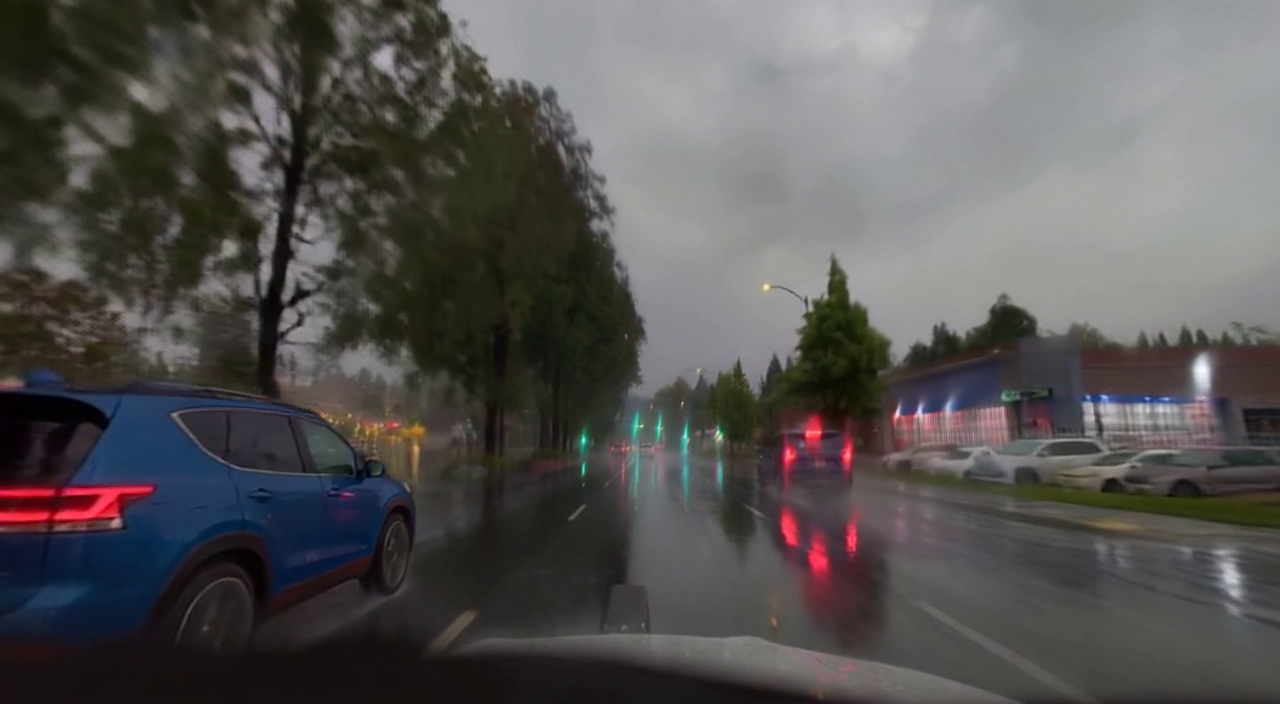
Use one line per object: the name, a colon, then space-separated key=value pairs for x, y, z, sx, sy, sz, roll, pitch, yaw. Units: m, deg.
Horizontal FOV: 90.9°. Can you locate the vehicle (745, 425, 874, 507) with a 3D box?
vehicle: x=4.110 y=2.852 z=16.168 sx=2.024 sy=1.773 sz=4.431 roll=0 pitch=-9 yaw=-1

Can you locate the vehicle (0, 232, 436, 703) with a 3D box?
vehicle: x=-3.183 y=0.854 z=3.885 sx=2.210 sy=1.925 sz=4.838 roll=0 pitch=-9 yaw=0

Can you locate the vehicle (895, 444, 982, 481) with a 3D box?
vehicle: x=13.770 y=5.080 z=29.404 sx=1.845 sy=1.497 sz=4.709 roll=-2 pitch=-8 yaw=2

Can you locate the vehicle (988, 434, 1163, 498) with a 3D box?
vehicle: x=12.348 y=3.245 z=18.268 sx=1.781 sy=1.615 sz=4.095 roll=1 pitch=-9 yaw=-7
